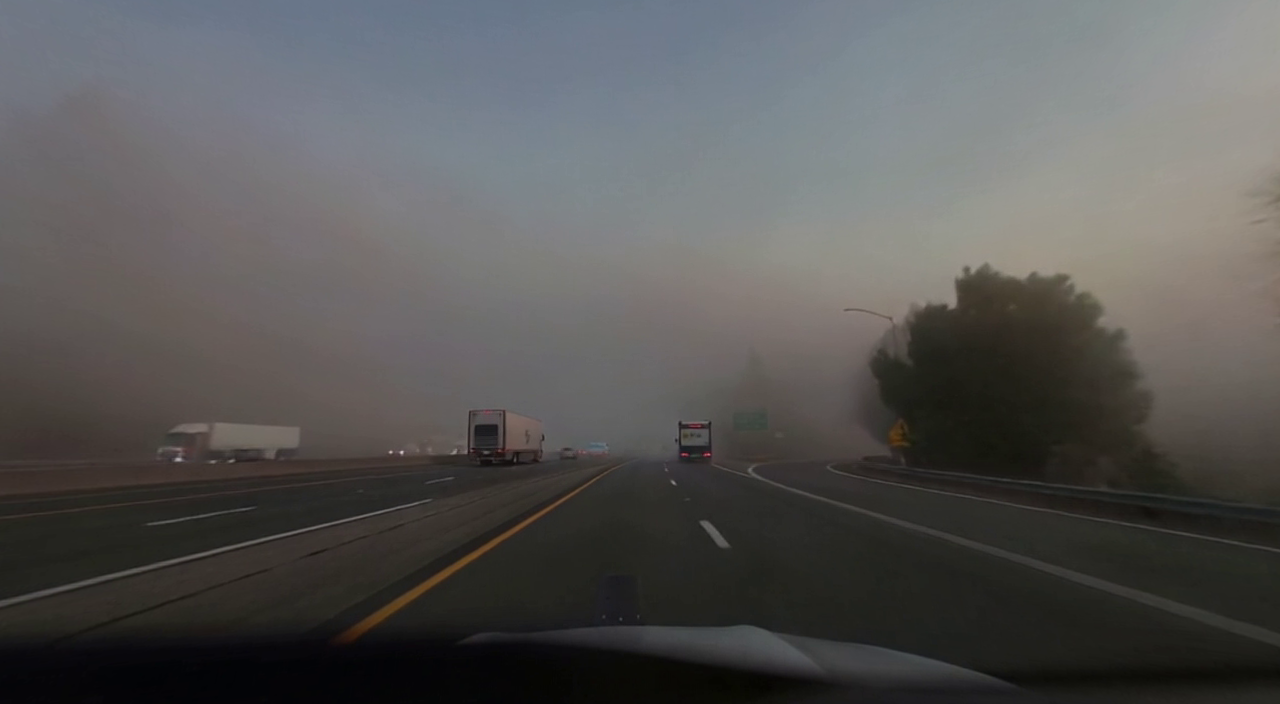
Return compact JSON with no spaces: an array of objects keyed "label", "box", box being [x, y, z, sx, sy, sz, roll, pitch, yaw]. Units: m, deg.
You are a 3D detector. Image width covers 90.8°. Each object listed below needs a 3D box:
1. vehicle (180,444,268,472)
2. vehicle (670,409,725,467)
[{"label":"vehicle","box":[-23.734,6.056,36.239,1.846,1.509,4.493,-1,-9,2]},{"label":"vehicle","box":[3.960,6.501,46.753,2.928,3.595,13.975,0,-9,1]}]
